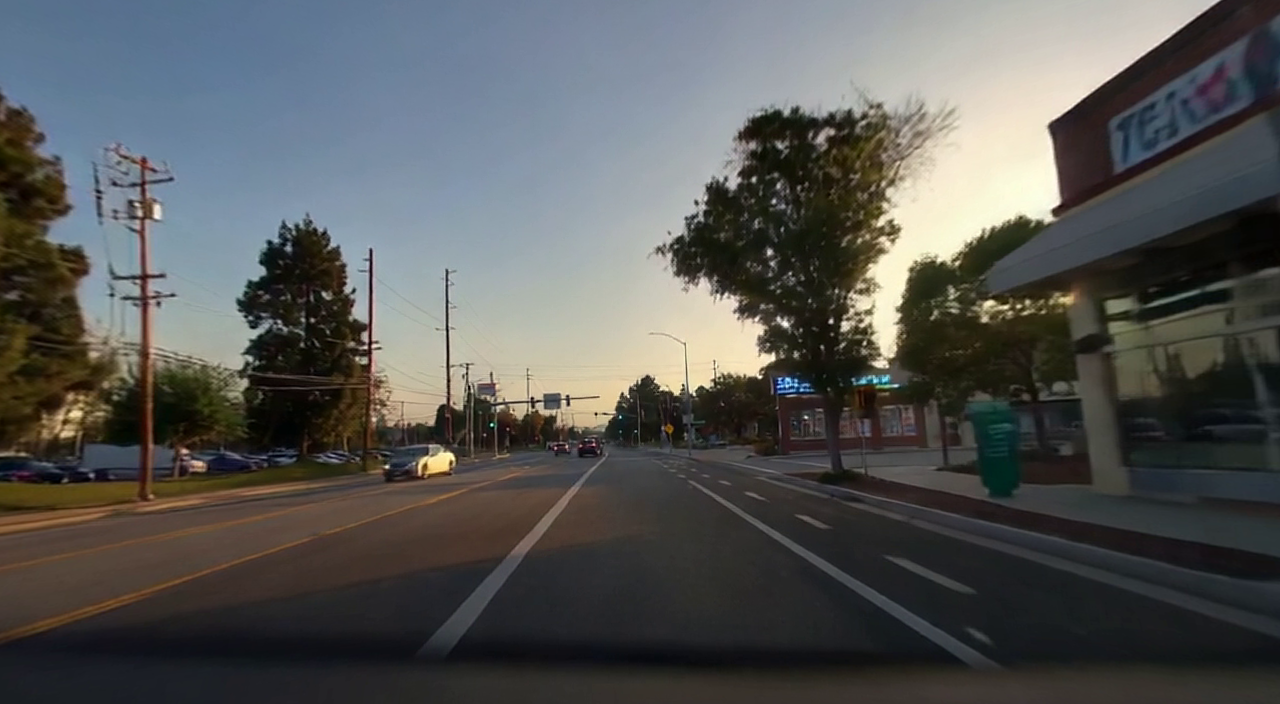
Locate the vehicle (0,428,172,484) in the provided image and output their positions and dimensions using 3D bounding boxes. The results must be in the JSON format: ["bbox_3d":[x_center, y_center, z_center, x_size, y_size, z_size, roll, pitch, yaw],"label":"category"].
[{"bbox_3d":[-40.500,7.516,45.947,9.636,3.788,2.949,1,-8,-10],"label":"vehicle"}]
